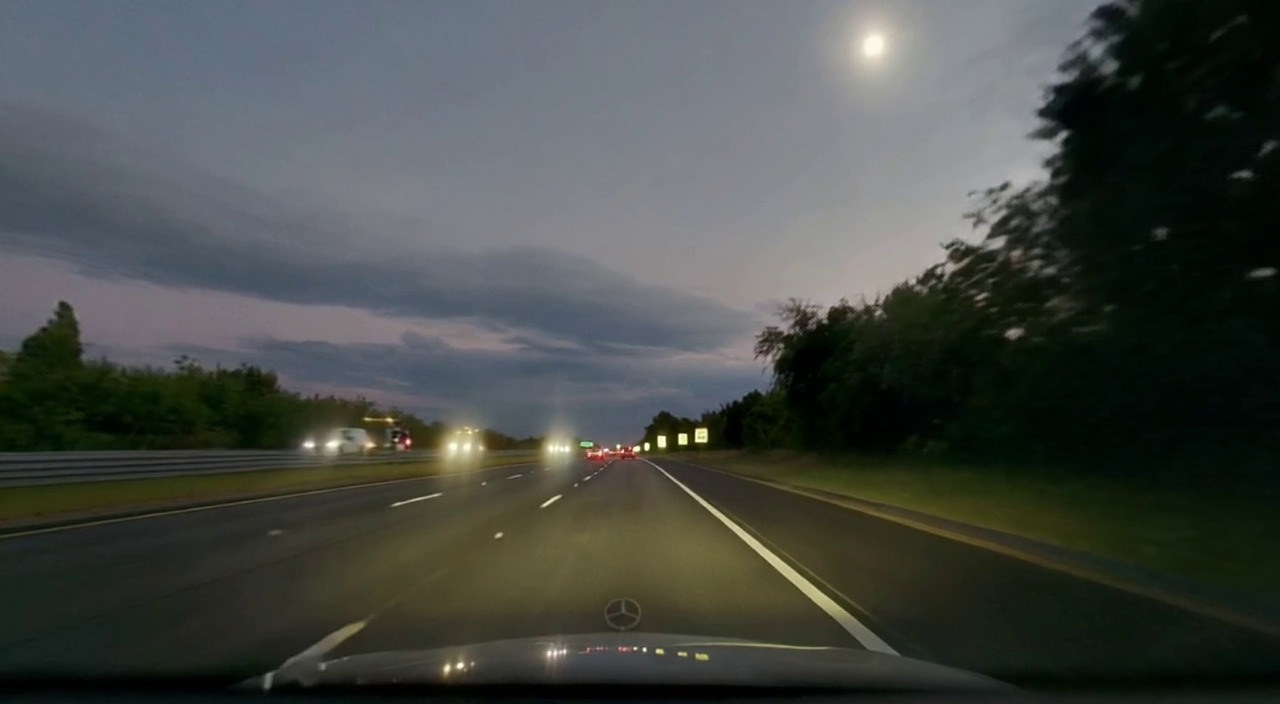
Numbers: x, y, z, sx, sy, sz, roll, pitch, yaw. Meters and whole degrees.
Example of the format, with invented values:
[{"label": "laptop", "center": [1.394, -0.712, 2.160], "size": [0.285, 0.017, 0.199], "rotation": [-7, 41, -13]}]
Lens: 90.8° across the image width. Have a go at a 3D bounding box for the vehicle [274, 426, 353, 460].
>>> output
[{"label": "vehicle", "center": [-19.984, 5.643, 38.960], "size": [2.171, 1.948, 5.072], "rotation": [0, -9, -1]}]
